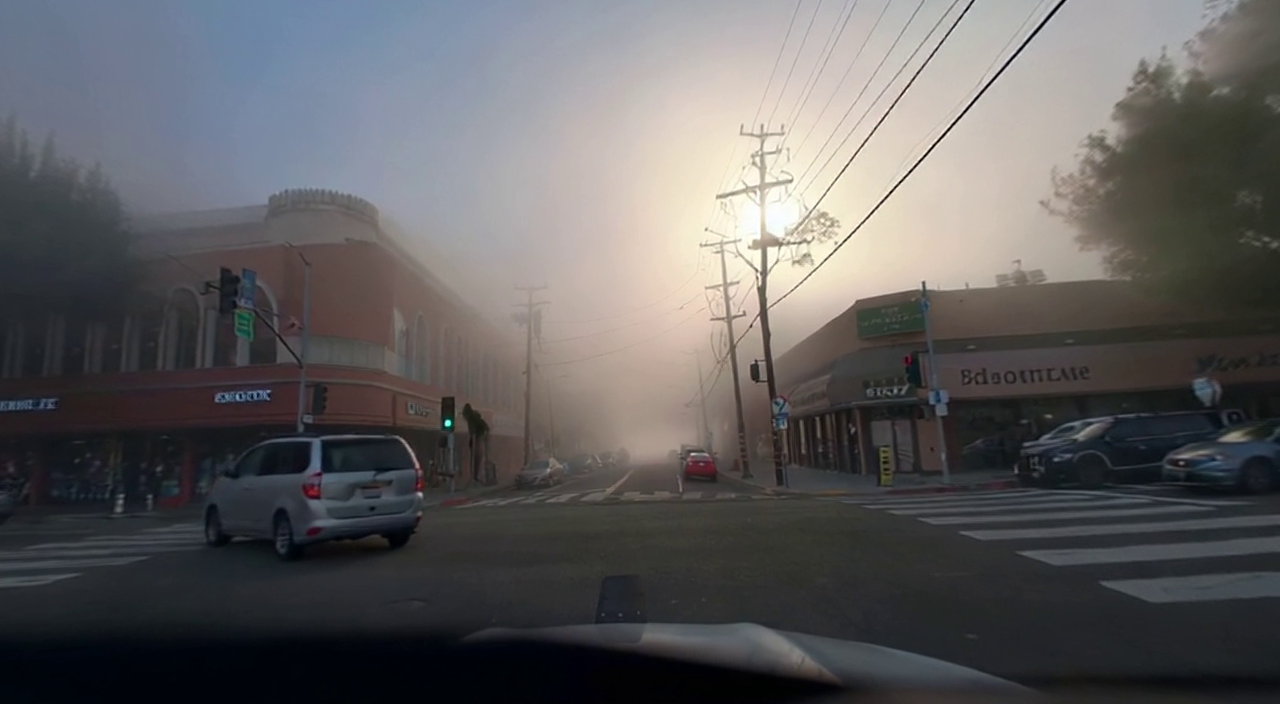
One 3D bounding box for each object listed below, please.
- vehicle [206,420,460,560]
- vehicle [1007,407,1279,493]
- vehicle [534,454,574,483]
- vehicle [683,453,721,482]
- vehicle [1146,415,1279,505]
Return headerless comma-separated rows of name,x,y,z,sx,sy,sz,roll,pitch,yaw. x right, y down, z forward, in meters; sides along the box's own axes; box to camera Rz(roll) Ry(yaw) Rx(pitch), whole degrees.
vehicle,-5.519,2.291,11.116,4.611,1.882,2.440,-10,-13,43
vehicle,12.673,2.393,15.496,5.716,1.894,2.433,-1,-8,2
vehicle,-5.671,7.710,42.106,2.044,1.711,4.048,0,-8,1
vehicle,3.656,6.863,37.695,2.062,1.526,3.989,-1,-8,3
vehicle,13.546,2.006,12.645,4.815,1.501,2.157,-5,-9,2
